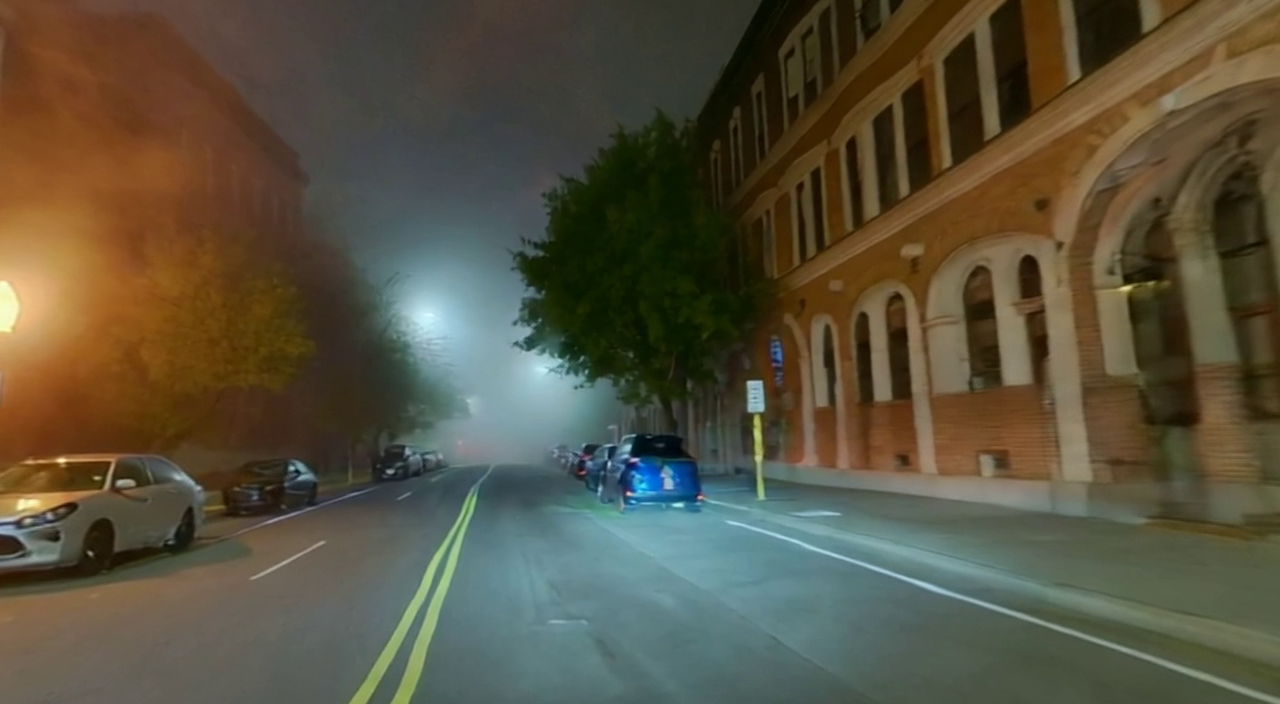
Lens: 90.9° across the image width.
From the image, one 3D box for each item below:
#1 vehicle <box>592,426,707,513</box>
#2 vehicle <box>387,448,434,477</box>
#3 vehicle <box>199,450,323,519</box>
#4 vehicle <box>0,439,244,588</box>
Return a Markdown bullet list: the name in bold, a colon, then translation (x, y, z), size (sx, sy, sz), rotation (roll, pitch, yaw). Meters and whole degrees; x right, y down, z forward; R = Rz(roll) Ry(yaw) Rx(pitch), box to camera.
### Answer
- **vehicle**: translation (0.040, 2.806, 15.597), size (1.953, 1.804, 4.518), rotation (1, -9, -11)
- **vehicle**: translation (-13.414, 6.442, 37.022), size (1.934, 1.478, 4.180), rotation (1, -8, -11)
- **vehicle**: translation (-9.605, 3.317, 16.286), size (1.631, 1.459, 3.489), rotation (0, -8, -12)
- **vehicle**: translation (-8.314, 2.236, 9.793), size (2.186, 1.705, 5.078), rotation (2, -8, -15)
